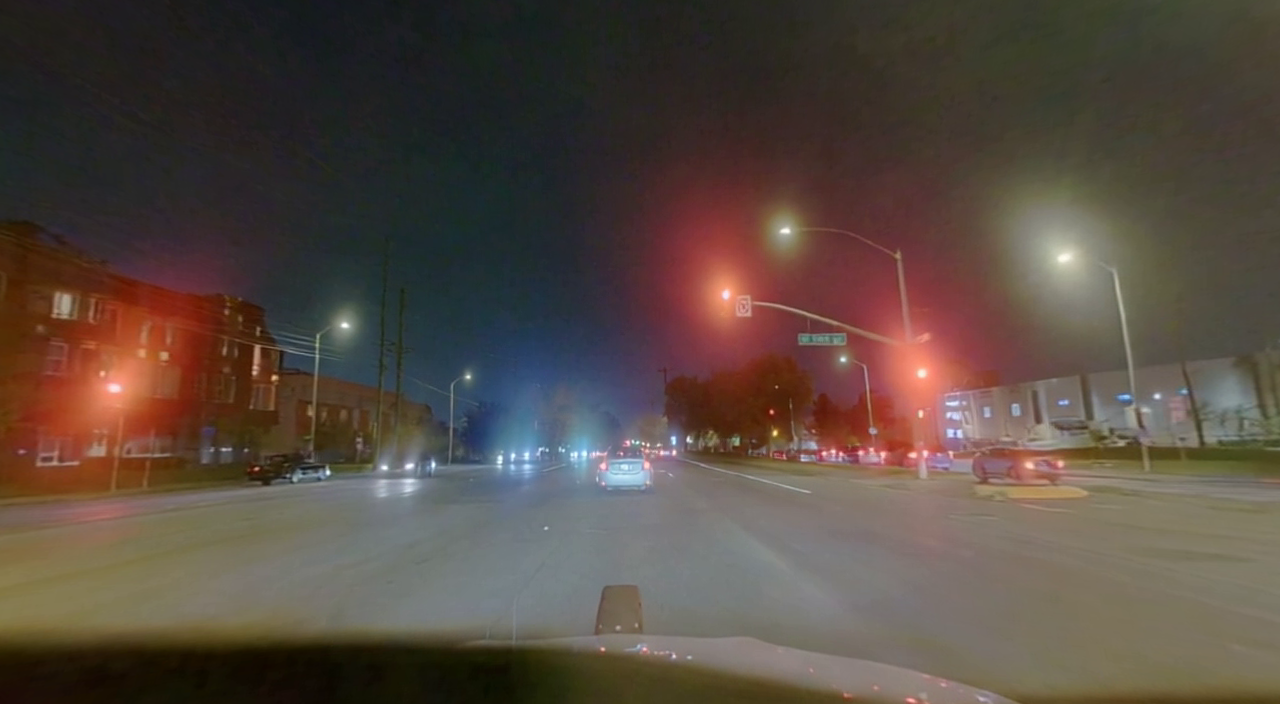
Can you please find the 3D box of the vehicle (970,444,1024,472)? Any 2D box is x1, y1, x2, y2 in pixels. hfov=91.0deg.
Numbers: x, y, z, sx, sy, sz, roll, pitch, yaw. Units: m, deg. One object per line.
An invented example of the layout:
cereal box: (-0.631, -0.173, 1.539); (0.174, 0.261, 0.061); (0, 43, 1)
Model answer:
vehicle: (19.862, 5.862, 34.950); (1.717, 1.444, 3.788); (-8, -11, 41)

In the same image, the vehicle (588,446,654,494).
vehicle: (-0.599, 3.893, 21.218); (2.010, 1.447, 4.121); (0, -9, 0)

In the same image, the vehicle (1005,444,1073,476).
vehicle: (19.789, 5.301, 31.115); (1.932, 1.430, 4.203); (-8, -12, 43)

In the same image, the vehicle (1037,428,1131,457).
vehicle: (31.087, 6.391, 44.158); (5.079, 1.893, 2.254); (2, -11, -9)

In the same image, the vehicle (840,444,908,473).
vehicle: (12.709, 5.798, 34.503); (1.849, 1.429, 4.335); (0, -9, -3)

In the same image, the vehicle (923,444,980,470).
vehicle: (18.980, 6.356, 38.294); (1.900, 1.490, 4.238); (-8, -11, 42)

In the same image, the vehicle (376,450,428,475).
vehicle: (-15.985, 7.443, 42.436); (1.947, 1.564, 3.809); (0, -9, 0)

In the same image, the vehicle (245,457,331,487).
vehicle: (-19.489, 6.622, 35.120); (2.018, 1.468, 4.768); (0, -9, 0)
